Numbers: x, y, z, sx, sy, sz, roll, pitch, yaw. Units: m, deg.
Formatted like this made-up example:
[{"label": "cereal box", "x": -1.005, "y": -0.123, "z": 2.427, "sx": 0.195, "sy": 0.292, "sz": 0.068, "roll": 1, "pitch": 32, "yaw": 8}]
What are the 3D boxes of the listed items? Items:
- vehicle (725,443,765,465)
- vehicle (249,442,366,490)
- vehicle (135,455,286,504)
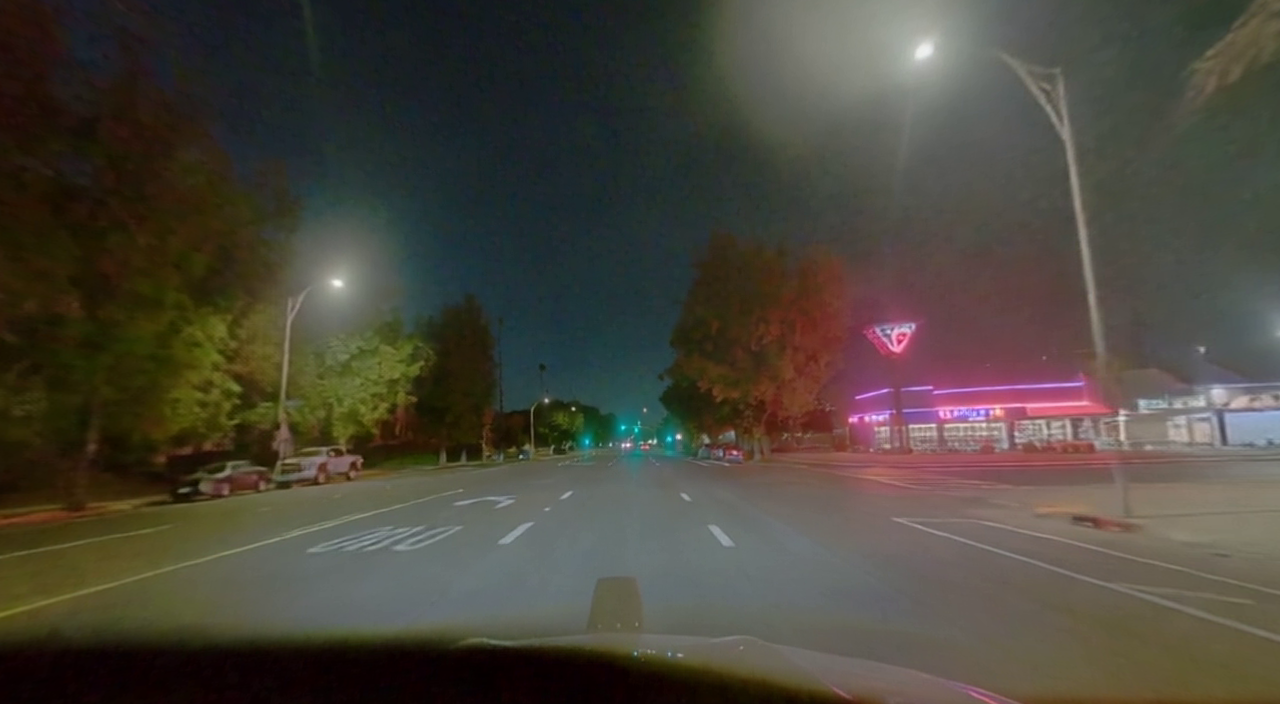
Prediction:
[{"label": "vehicle", "x": 7.281, "y": 7.090, "z": 44.121, "sx": 2.057, "sy": 1.478, "sz": 4.356, "roll": 0, "pitch": -8, "yaw": 0}, {"label": "vehicle", "x": -14.788, "y": 5.061, "z": 28.638, "sx": 2.164, "sy": 1.933, "sz": 5.804, "roll": 0, "pitch": -8, "yaw": 0}, {"label": "vehicle", "x": -14.904, "y": 4.415, "z": 22.323, "sx": 2.106, "sy": 1.479, "sz": 4.541, "roll": 0, "pitch": -8, "yaw": 1}]
